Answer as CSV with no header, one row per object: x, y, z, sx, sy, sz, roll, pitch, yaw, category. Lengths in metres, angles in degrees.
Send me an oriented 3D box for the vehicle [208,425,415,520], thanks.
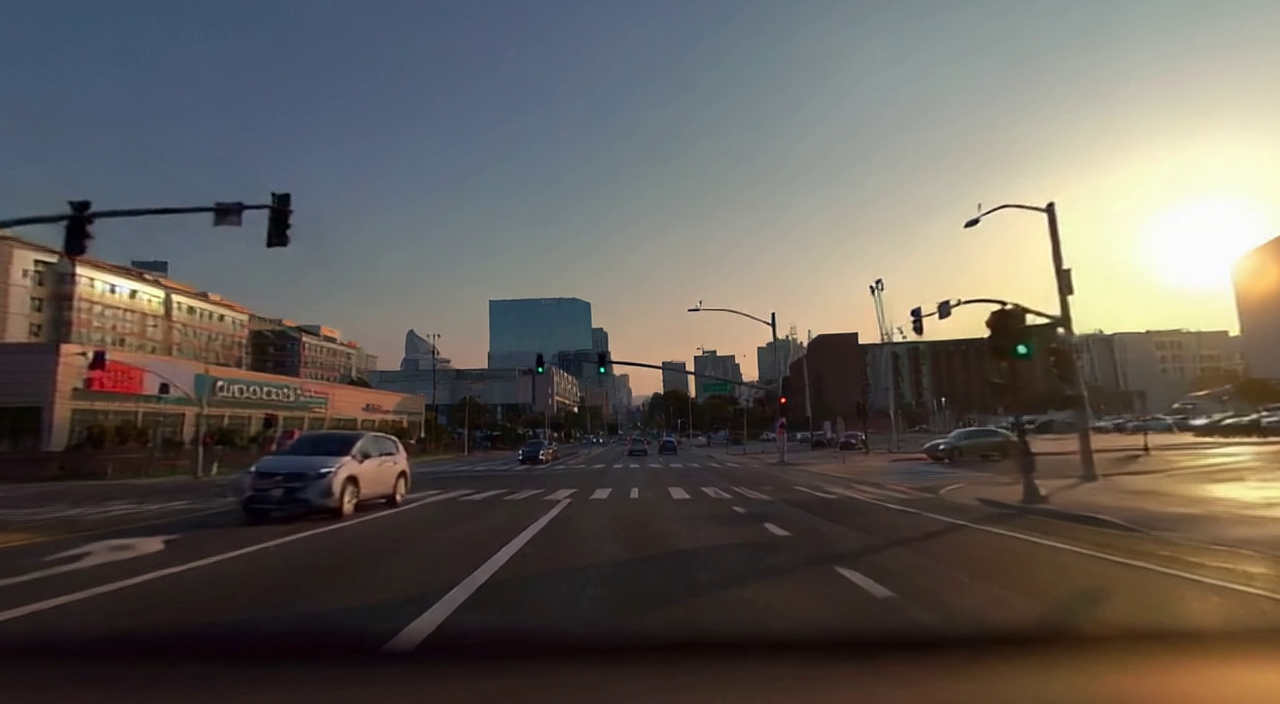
-6.673,2.485,13.540,2.074,1.692,4.333,0,-8,0,vehicle

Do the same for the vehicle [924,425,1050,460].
16.451,4.322,30.131,4.727,1.585,2.066,0,-8,1,vehicle

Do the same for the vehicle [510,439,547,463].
-8.536,7.610,48.766,1.946,1.710,5.044,-2,-8,0,vehicle
